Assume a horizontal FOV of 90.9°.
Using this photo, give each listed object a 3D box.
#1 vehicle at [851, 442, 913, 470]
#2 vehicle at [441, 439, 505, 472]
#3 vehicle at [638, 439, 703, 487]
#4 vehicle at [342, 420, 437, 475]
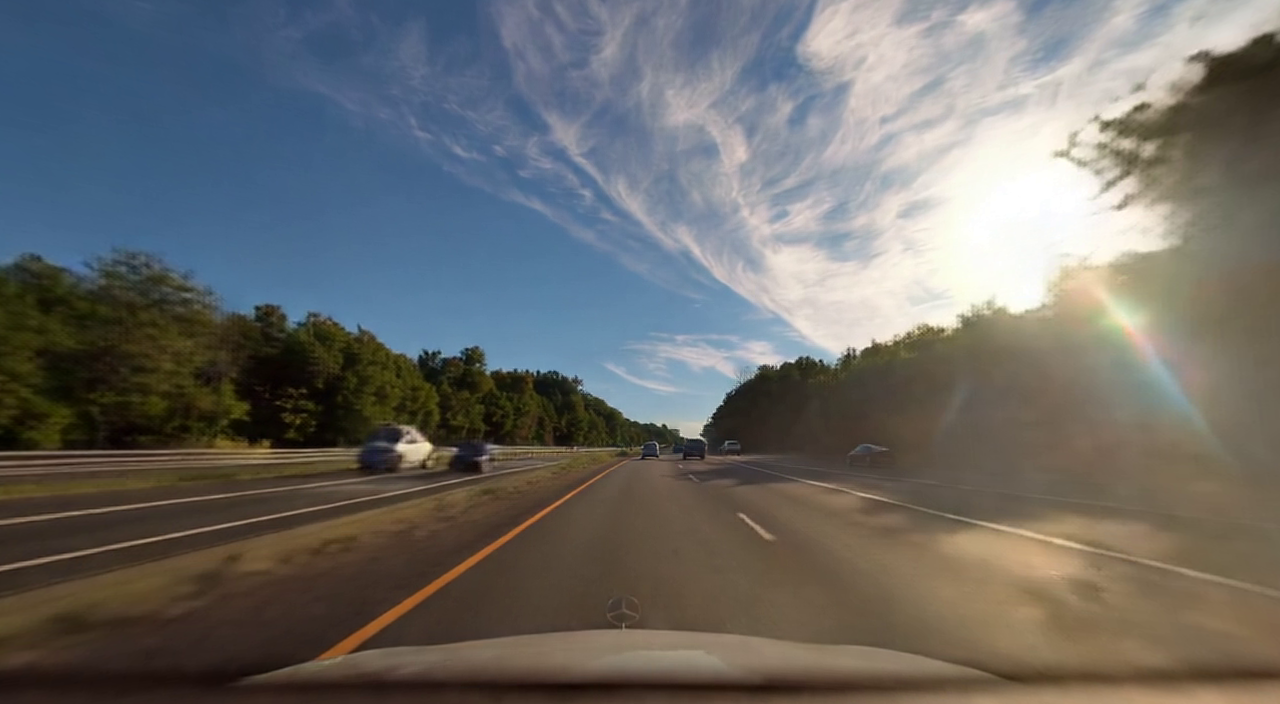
[{"bbox_3d":[13.806,5.944,36.113,1.926,1.483,3.528,1,-9,-4],"label":"vehicle"},{"bbox_3d":[-8.486,5.304,32.468,1.934,1.600,4.501,0,-9,1],"label":"vehicle"},{"bbox_3d":[0.958,3.804,21.915,2.053,1.483,4.185,0,-9,0],"label":"vehicle"},{"bbox_3d":[-12.770,4.956,32.746,2.363,2.584,5.888,0,-9,1],"label":"vehicle"}]
